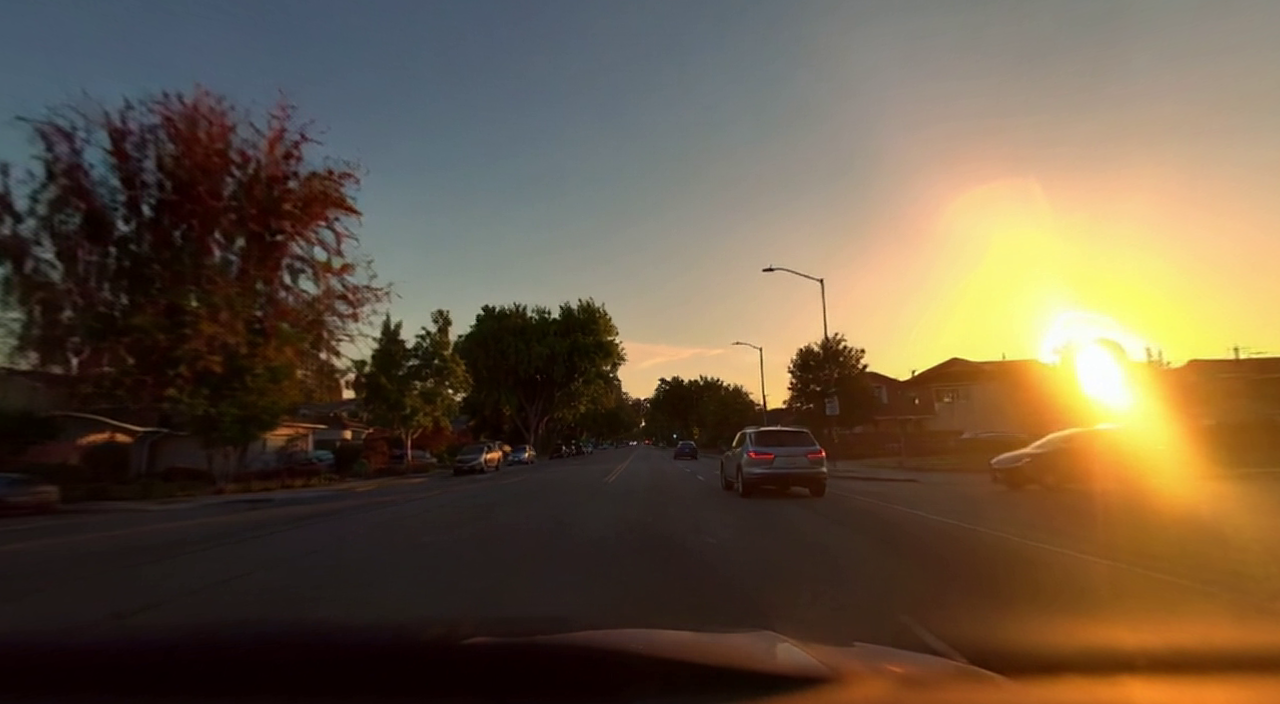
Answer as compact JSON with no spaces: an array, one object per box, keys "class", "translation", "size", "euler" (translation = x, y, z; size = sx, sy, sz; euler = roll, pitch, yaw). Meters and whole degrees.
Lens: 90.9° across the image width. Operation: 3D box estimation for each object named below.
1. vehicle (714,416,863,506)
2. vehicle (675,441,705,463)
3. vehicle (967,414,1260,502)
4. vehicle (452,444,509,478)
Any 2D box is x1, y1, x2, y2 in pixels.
[{"class":"vehicle","translation":[3.519,2.760,16.450],"size":[2.497,1.889,5.833],"euler":[-1,-8,0]},{"class":"vehicle","translation":[3.545,7.192,45.386],"size":[1.956,1.492,4.425],"euler":[-1,-8,2]},{"class":"vehicle","translation":[11.514,2.588,15.636],"size":[5.539,1.729,2.145],"euler":[-3,-8,-3]},{"class":"vehicle","translation":[-10.291,7.040,41.118],"size":[2.261,1.851,5.724],"euler":[-5,-8,-1]}]
